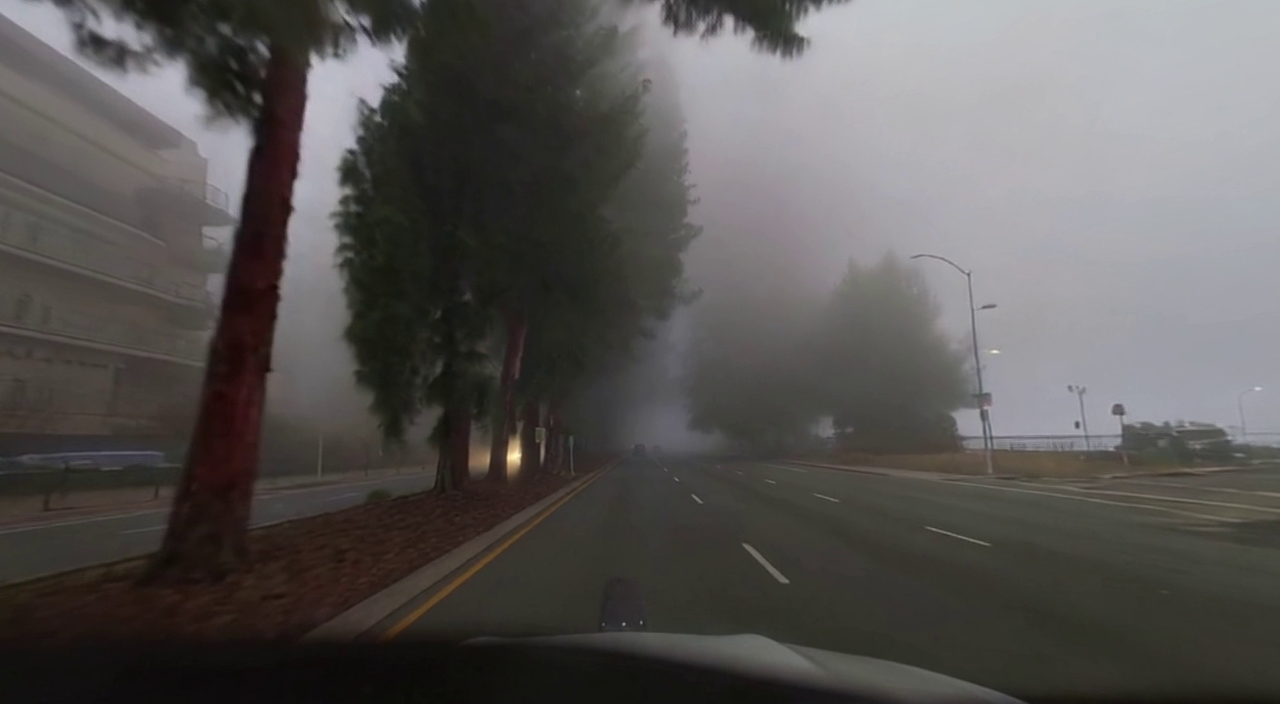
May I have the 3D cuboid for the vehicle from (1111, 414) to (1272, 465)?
[{"bbox_3d":[27.394,4.431,31.741,2.186,2.298,5.989,1,-8,-7],"label":"vehicle"}]
